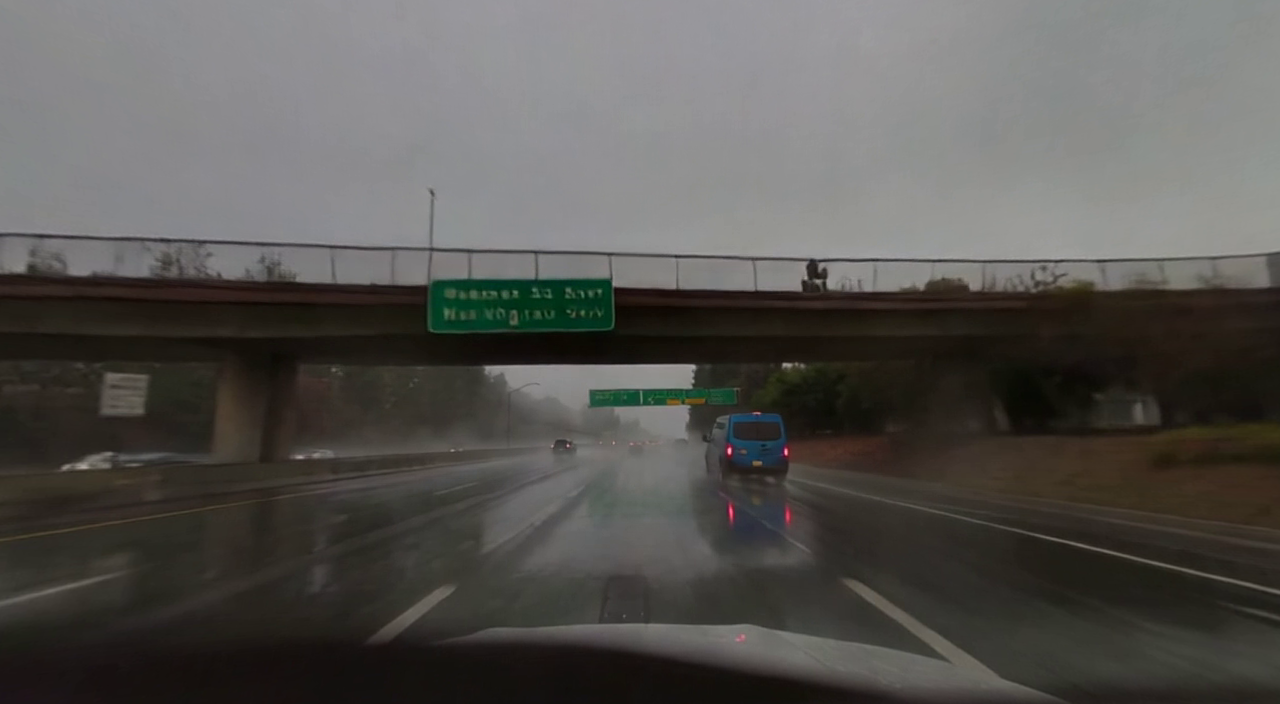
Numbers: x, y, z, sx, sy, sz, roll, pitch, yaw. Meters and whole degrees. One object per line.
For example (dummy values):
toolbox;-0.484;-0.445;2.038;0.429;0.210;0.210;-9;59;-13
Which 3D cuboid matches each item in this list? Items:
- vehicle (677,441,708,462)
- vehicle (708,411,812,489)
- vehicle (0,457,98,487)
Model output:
vehicle;3.900;7.424;47.207;1.883;1.456;4.044;0;-8;-1
vehicle;3.784;3.247;21.087;2.347;2.234;5.352;0;-8;-1
vehicle;-34.034;6.802;36.065;1.875;1.493;4.752;0;-8;0
